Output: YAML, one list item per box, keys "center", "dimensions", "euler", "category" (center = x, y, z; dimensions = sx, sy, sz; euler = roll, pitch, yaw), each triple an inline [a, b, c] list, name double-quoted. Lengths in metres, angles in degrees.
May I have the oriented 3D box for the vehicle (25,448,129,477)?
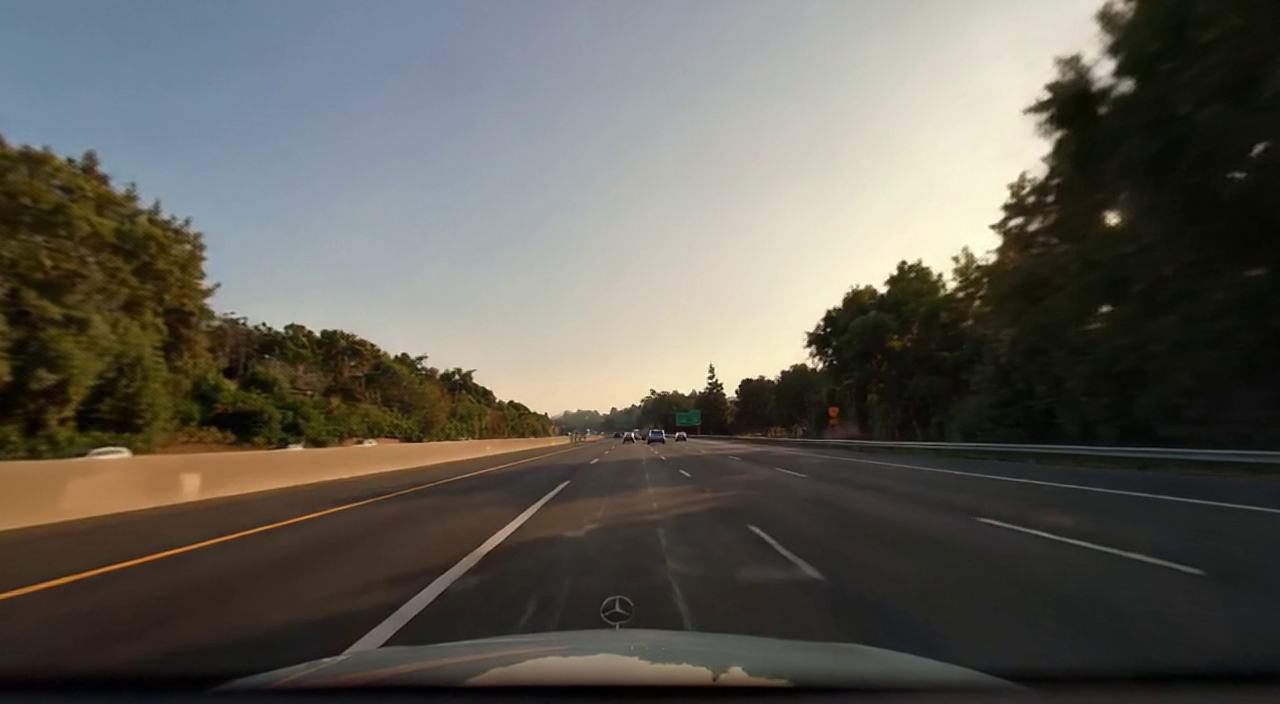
- center: [-32.487, 6.355, 36.542]
  dimensions: [1.789, 1.443, 4.592]
  euler: [0, -8, 0]
  category: "vehicle"
